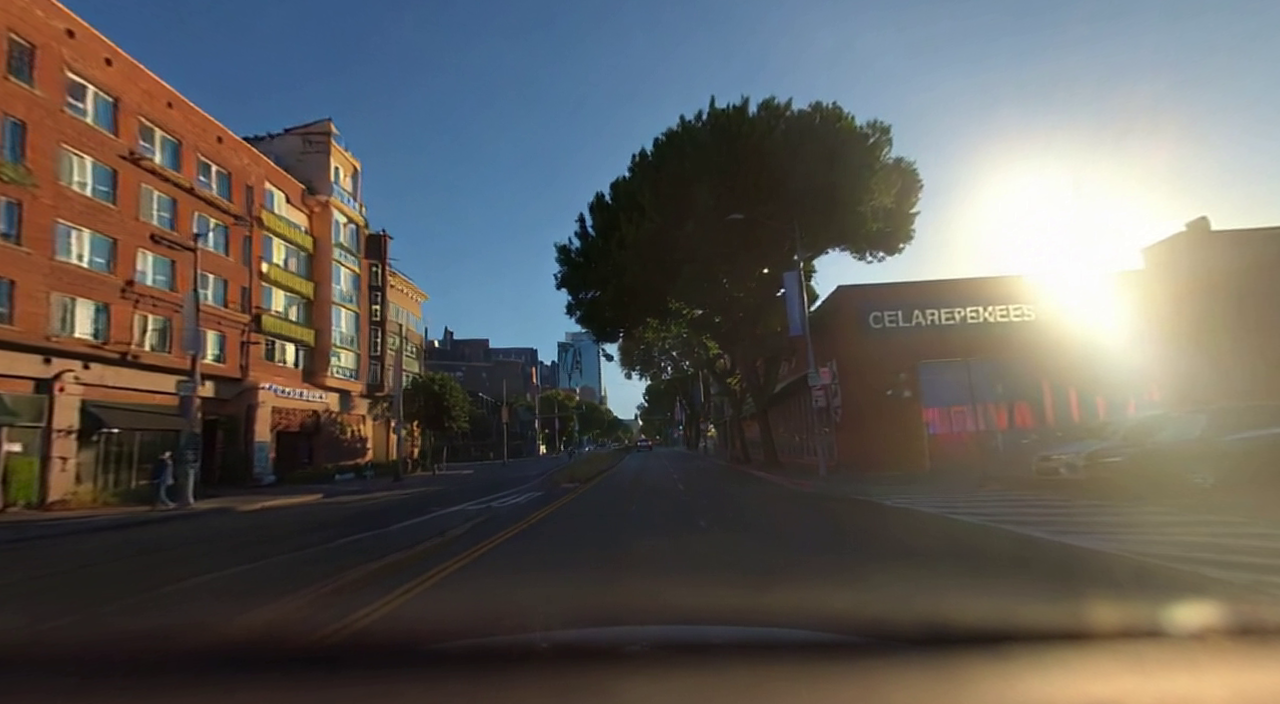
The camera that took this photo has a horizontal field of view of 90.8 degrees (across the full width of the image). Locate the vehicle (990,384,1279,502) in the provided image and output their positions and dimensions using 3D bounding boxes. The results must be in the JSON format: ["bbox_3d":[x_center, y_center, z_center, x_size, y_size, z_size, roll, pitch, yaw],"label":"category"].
[{"bbox_3d":[9.201,1.602,11.171,4.694,1.826,2.226,-2,-8,11],"label":"vehicle"}]
